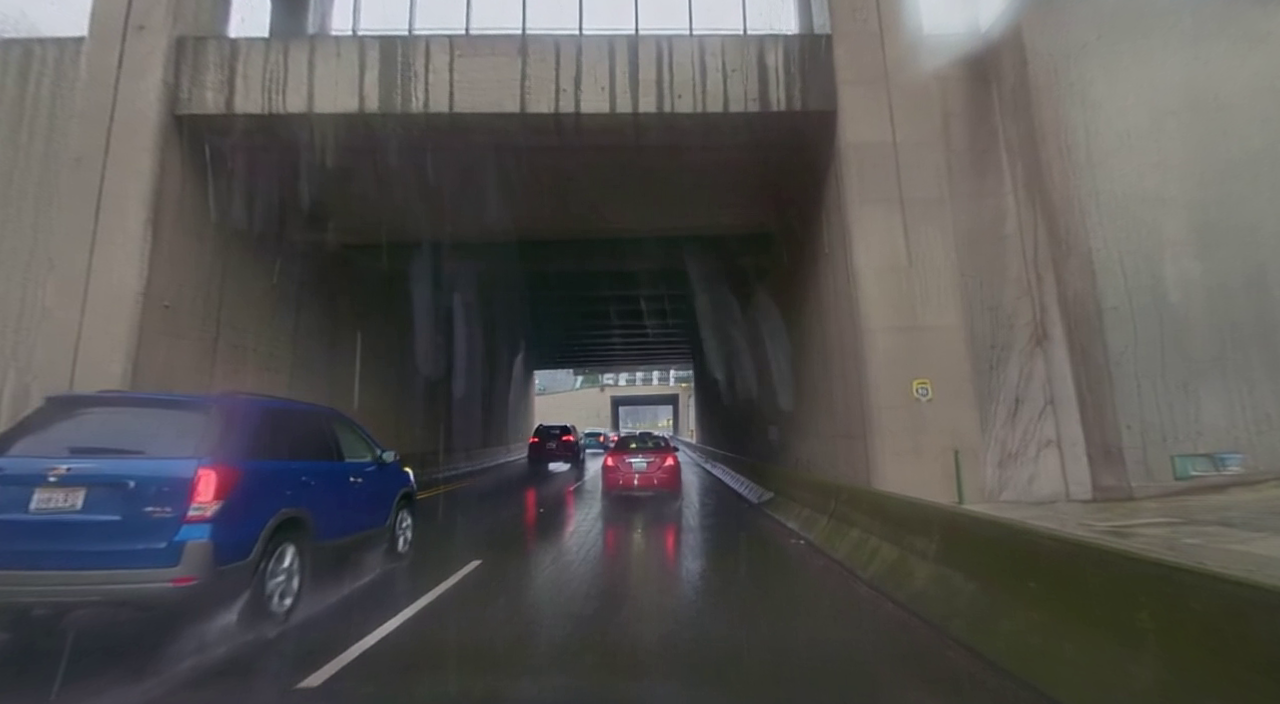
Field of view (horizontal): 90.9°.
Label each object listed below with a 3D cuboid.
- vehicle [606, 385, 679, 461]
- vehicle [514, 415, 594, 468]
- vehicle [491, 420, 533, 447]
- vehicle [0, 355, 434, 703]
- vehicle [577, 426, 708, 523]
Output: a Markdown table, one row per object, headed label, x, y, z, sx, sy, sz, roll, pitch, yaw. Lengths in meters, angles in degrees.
| label | x | y | z | sx | sy | sz | roll | pitch | yaw |
| --- | --- | --- | --- | --- | --- | --- | --- | --- | --- |
| vehicle | 0.115 | 3.579 | 30.456 | 2.948 | 3.096 | 9.492 | 0 | -8 | 0 |
| vehicle | -3.386 | 3.751 | 26.285 | 2.329 | 1.948 | 5.800 | -1 | -8 | 2 |
| vehicle | -8.917 | 5.724 | 44.138 | 2.079 | 1.766 | 4.079 | 0 | -8 | 0 |
| vehicle | -3.581 | 1.227 | 5.439 | 2.017 | 1.761 | 4.572 | 0 | -8 | 1 |
| vehicle | -0.003 | 2.203 | 11.863 | 2.020 | 1.478 | 4.092 | 0 | -8 | -1 |
